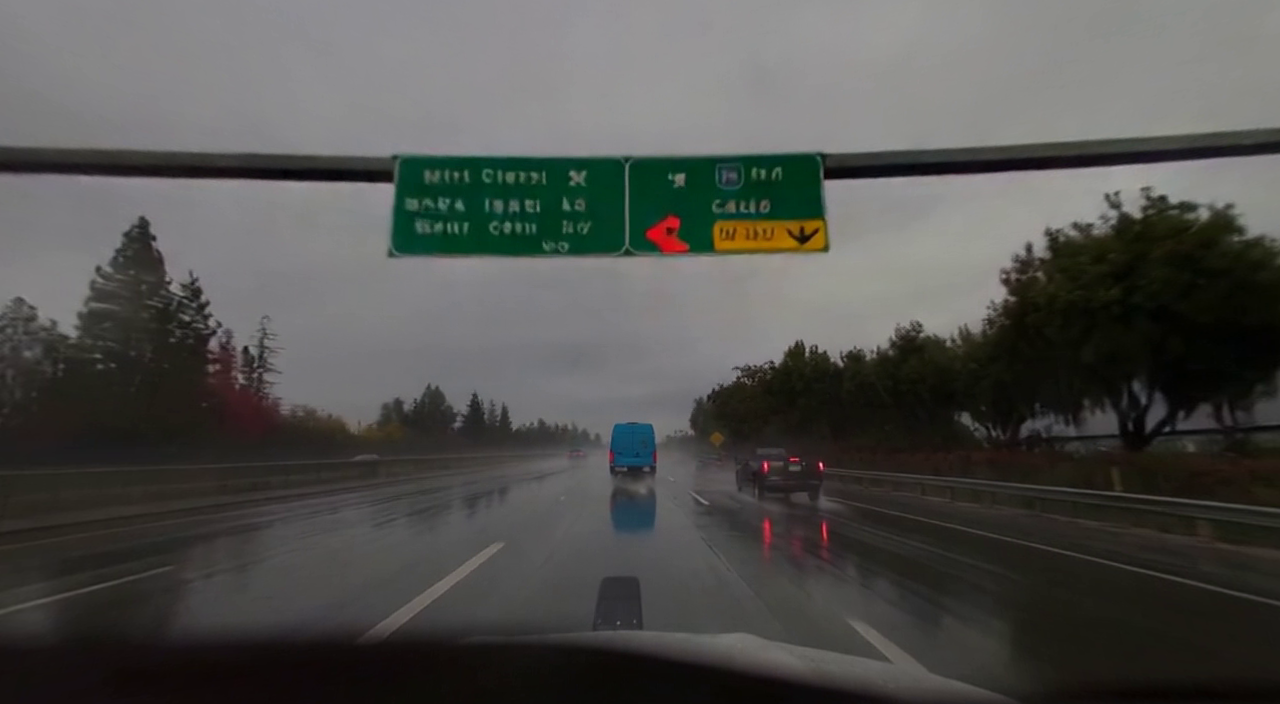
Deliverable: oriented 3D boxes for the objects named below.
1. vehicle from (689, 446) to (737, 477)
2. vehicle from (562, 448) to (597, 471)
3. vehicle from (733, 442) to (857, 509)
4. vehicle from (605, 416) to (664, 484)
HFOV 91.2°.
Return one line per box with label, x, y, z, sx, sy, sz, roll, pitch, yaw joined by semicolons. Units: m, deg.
vehicle;3.737;5.728;32.956;1.978;1.510;4.462;0;-9;0
vehicle;-4.118;7.413;43.395;2.003;1.498;4.386;0;-9;-1
vehicle;3.863;3.172;16.593;2.015;1.491;4.732;0;-9;-1
vehicle;-0.230;4.150;26.551;2.268;2.551;5.144;0;-9;0
